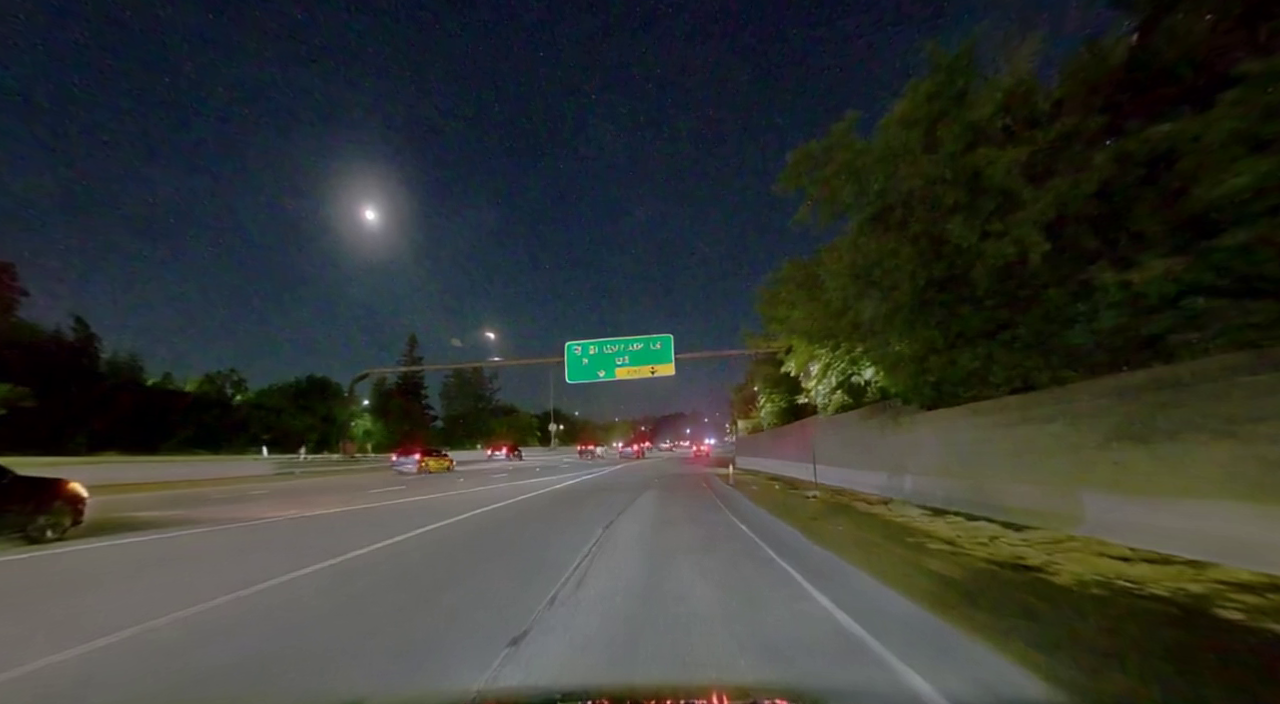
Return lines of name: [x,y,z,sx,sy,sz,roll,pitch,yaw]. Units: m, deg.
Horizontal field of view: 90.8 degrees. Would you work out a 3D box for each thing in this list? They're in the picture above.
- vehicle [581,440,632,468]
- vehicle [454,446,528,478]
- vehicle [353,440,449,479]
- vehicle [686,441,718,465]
vehicle: [-2.224,6.986,43.552,2.105,1.764,5.109,-2,-8,13]
vehicle: [-7.486,5.537,32.122,1.860,1.442,4.332,-2,-8,14]
vehicle: [-11.599,5.227,31.078,2.089,1.736,4.662,-2,-8,13]
vehicle: [4.653,7.482,46.990,2.012,1.622,4.166,-2,-8,11]
